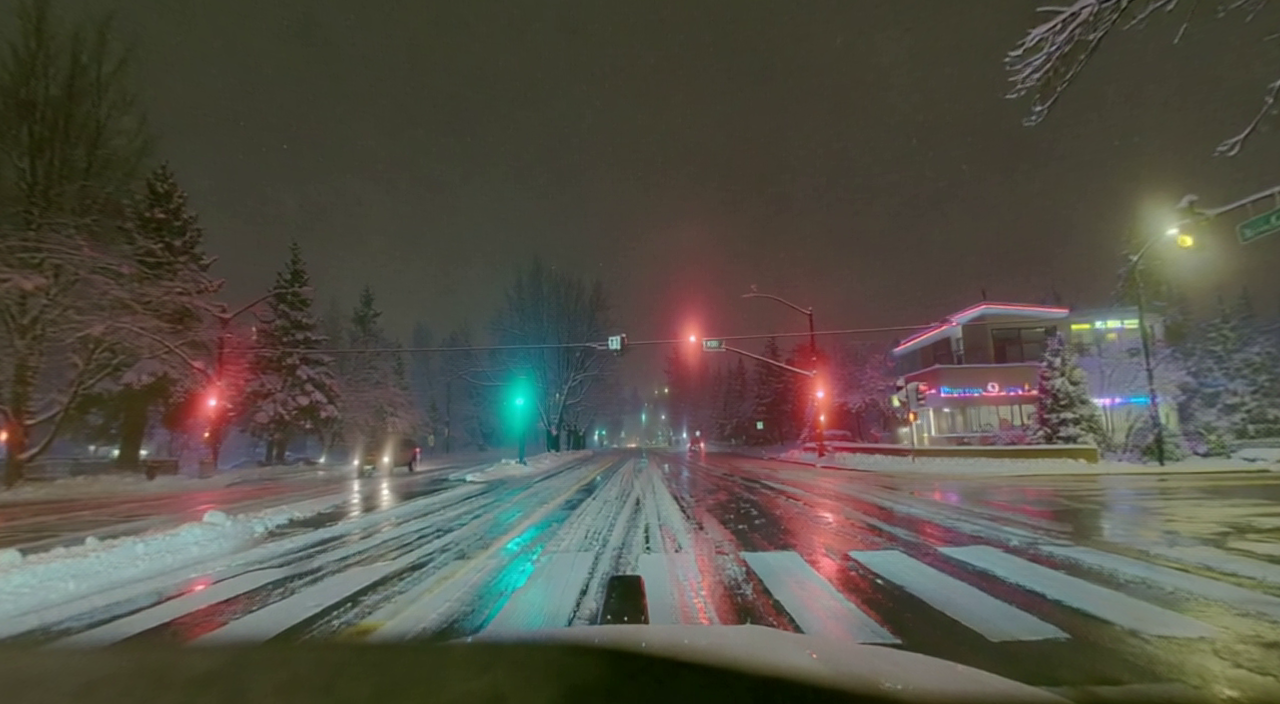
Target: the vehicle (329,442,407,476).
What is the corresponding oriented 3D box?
[{"bbox_3d":[-14.848,5.839,34.754,2.169,1.753,4.640,0,-8,1],"label":"vehicle"}]
